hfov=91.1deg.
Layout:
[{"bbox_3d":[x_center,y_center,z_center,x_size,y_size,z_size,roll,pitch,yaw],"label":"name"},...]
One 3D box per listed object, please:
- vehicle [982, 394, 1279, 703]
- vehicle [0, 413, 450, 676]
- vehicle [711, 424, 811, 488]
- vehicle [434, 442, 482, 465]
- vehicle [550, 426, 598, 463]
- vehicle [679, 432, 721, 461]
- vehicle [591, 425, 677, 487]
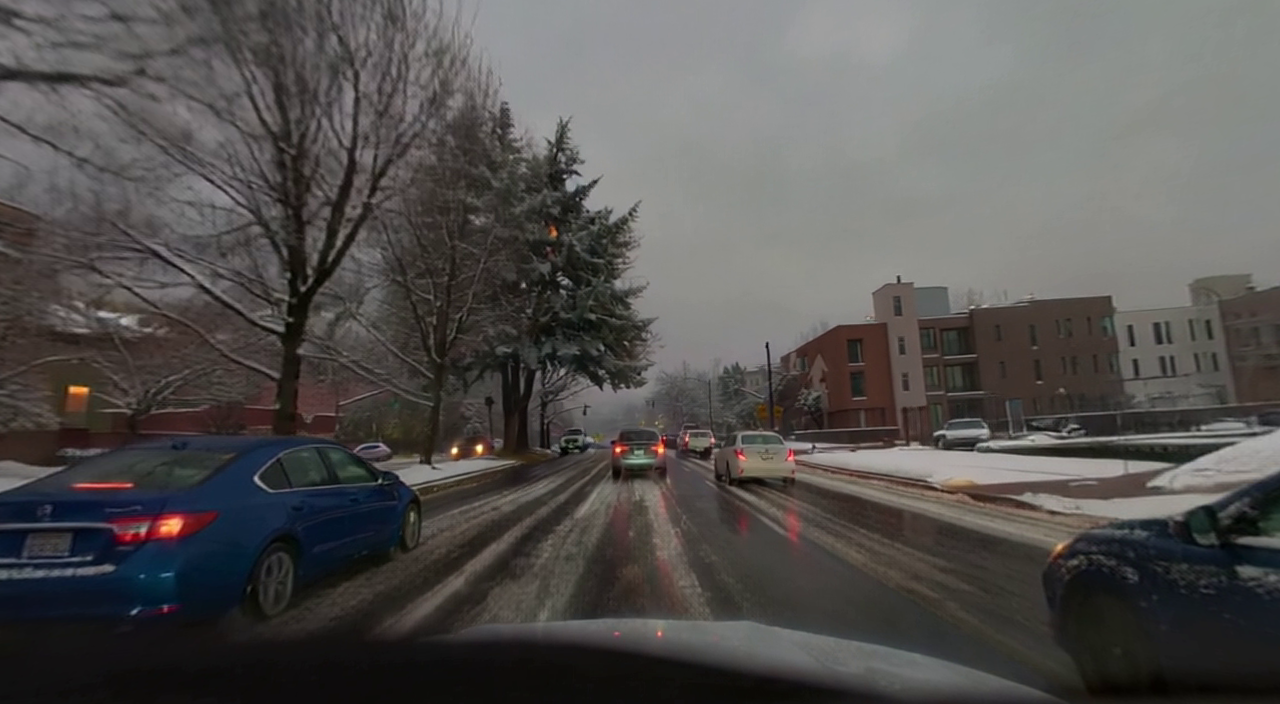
[{"bbox_3d":[3.388,0.858,2.019,2.060,1.474,4.475,0,-8,0],"label":"vehicle"},{"bbox_3d":[-3.535,1.432,5.914,1.997,1.479,4.547,0,-8,1],"label":"vehicle"},{"bbox_3d":[3.462,3.095,18.908,2.019,1.675,4.488,0,-8,-1],"label":"vehicle"},{"bbox_3d":[-12.398,6.937,43.068,1.984,1.539,4.280,0,-8,0],"label":"vehicle"},{"bbox_3d":[-3.831,5.539,37.513,2.246,2.062,5.123,0,-8,1],"label":"vehicle"},{"bbox_3d":[3.685,5.921,39.208,2.067,1.687,4.163,0,-8,-2],"label":"vehicle"},{"bbox_3d":[-0.185,3.114,19.109,2.293,1.662,4.262,0,-8,-1],"label":"vehicle"}]
